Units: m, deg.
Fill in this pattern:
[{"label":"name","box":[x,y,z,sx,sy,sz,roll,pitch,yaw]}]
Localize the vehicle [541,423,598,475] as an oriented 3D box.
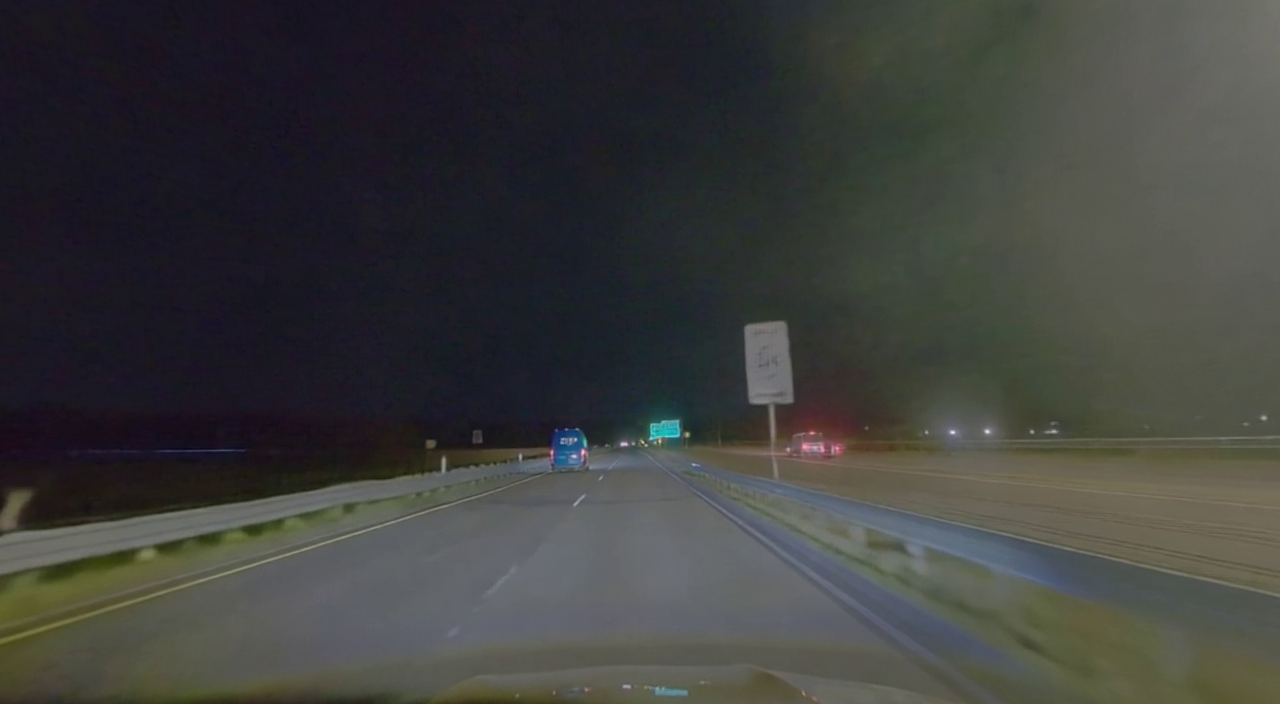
[{"label":"vehicle","box":[-3.876,5.550,35.947,2.463,2.640,7.034,0,-9,0]}]
